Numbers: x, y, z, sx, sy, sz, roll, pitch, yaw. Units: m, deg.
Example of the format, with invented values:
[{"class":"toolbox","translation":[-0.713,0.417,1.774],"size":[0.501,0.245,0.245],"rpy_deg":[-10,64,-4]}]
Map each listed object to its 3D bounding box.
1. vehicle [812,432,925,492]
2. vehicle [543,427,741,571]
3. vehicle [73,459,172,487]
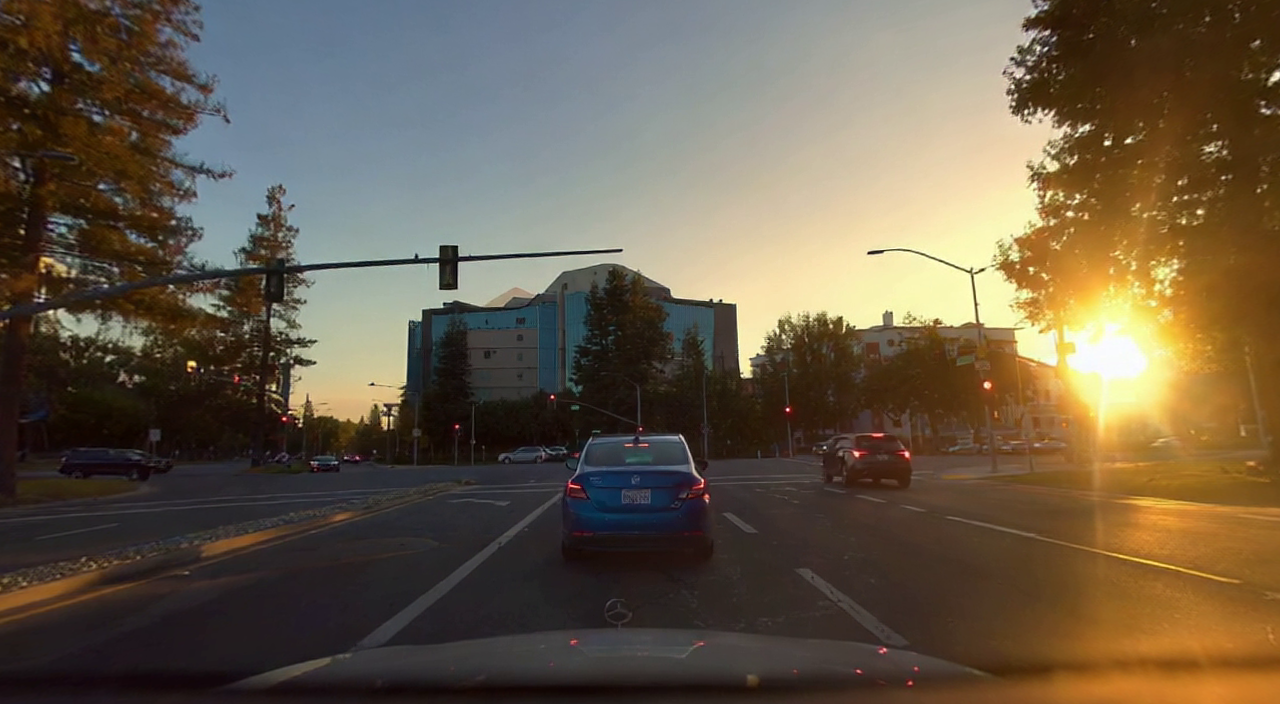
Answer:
[{"class":"vehicle","translation":[7.049,3.436,20.067],"size":[2.039,1.692,4.319],"rpy_deg":[0,-8,1]},{"class":"vehicle","translation":[-0.033,1.860,8.796],"size":[2.070,1.488,4.206],"rpy_deg":[0,-8,-2]},{"class":"vehicle","translation":[-32.397,7.550,39.625],"size":[4.401,1.625,1.863],"rpy_deg":[0,-8,-4]}]
